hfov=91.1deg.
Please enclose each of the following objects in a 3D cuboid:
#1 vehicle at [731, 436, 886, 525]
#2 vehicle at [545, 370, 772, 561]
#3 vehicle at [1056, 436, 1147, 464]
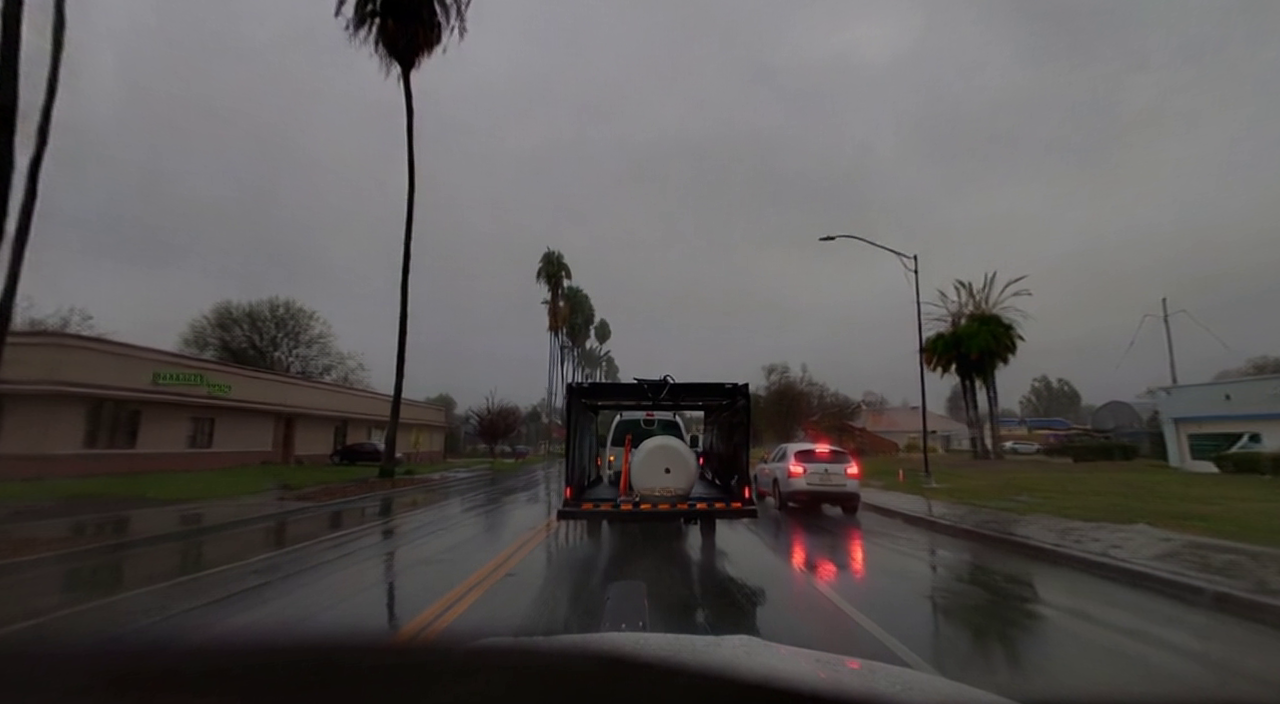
[{"bbox_3d":[3.206,2.516,12.903,2.010,1.499,4.107,0,-8,0],"label":"vehicle"},{"bbox_3d":[0.200,1.834,10.898,2.728,2.305,6.506,0,-8,0],"label":"vehicle"},{"bbox_3d":[28.528,6.071,38.971,4.193,1.633,1.928,-4,-9,26],"label":"vehicle"}]
